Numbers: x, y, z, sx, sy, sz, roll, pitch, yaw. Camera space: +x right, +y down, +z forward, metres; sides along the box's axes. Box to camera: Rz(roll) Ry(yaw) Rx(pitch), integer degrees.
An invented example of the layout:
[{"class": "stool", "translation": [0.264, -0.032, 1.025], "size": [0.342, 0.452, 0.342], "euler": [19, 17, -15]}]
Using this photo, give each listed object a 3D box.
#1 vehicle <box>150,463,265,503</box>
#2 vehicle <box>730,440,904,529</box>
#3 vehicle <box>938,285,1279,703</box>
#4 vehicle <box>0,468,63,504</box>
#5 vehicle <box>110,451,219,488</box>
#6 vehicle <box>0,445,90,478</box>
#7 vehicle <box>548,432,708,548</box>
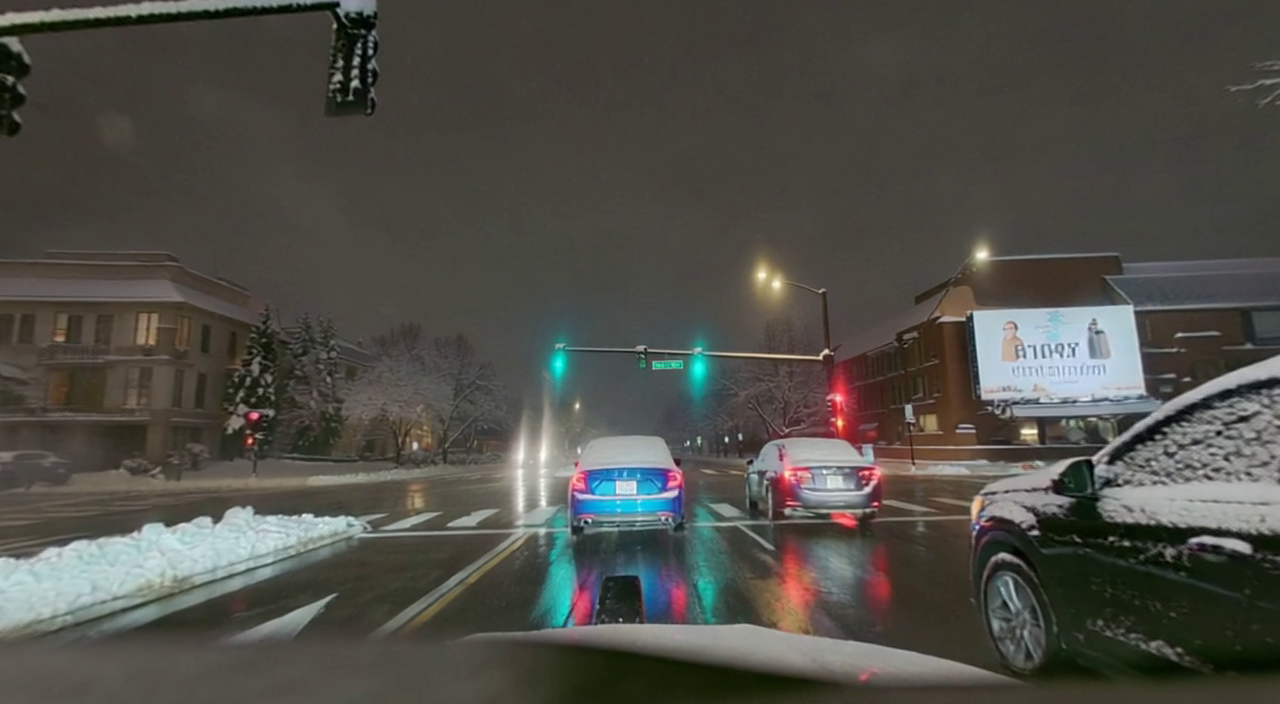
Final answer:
[{"class": "vehicle", "translation": [-19.130, 5.786, 28.237], "size": [1.942, 1.453, 4.448], "euler": [0, -8, 0]}, {"class": "vehicle", "translation": [3.175, 2.466, 12.461], "size": [2.009, 1.414, 4.416], "euler": [0, -8, -2]}, {"class": "vehicle", "translation": [2.990, 0.683, 1.879], "size": [2.047, 1.785, 4.357], "euler": [0, -8, 0]}, {"class": "vehicle", "translation": [-28.055, 6.102, 28.967], "size": [1.972, 1.433, 4.324], "euler": [8, -12, -39]}, {"class": "vehicle", "translation": [-27.550, 6.804, 36.875], "size": [2.300, 1.932, 5.056], "euler": [-1, -9, 2]}, {"class": "vehicle", "translation": [-35.715, 6.356, 37.022], "size": [2.145, 1.797, 5.198], "euler": [-1, -8, 1]}, {"class": "vehicle", "translation": [-0.177, 2.105, 10.307], "size": [2.095, 1.502, 3.873], "euler": [0, -8, -1]}]
